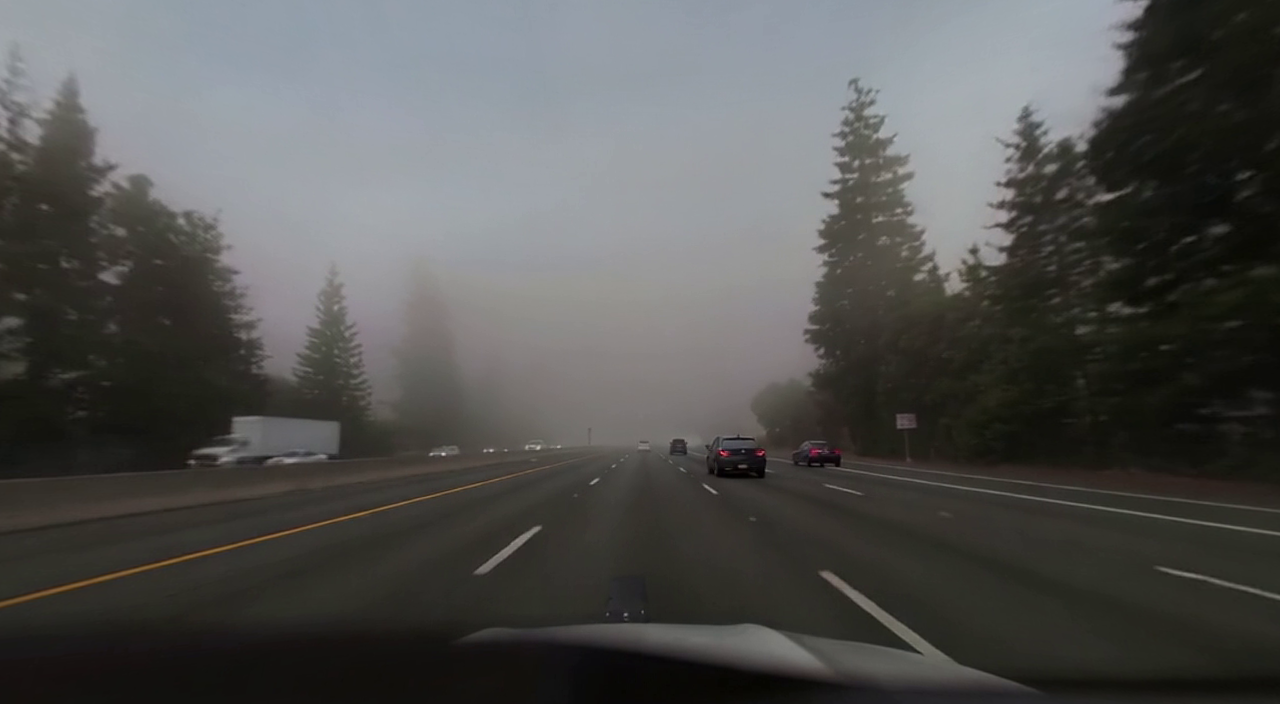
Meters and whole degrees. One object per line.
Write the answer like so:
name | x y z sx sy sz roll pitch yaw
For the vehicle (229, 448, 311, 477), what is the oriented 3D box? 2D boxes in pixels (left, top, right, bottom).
vehicle | -20.855 6.208 35.791 1.912 1.449 4.574 0 -8 0

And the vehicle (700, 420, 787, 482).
vehicle | 3.599 3.603 23.168 2.218 1.964 5.662 0 -8 0

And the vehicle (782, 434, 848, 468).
vehicle | 9.240 5.255 33.675 2.045 1.658 4.598 0 -8 -2

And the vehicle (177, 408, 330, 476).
vehicle | -24.824 5.941 41.655 2.979 3.823 11.123 0 -8 0
